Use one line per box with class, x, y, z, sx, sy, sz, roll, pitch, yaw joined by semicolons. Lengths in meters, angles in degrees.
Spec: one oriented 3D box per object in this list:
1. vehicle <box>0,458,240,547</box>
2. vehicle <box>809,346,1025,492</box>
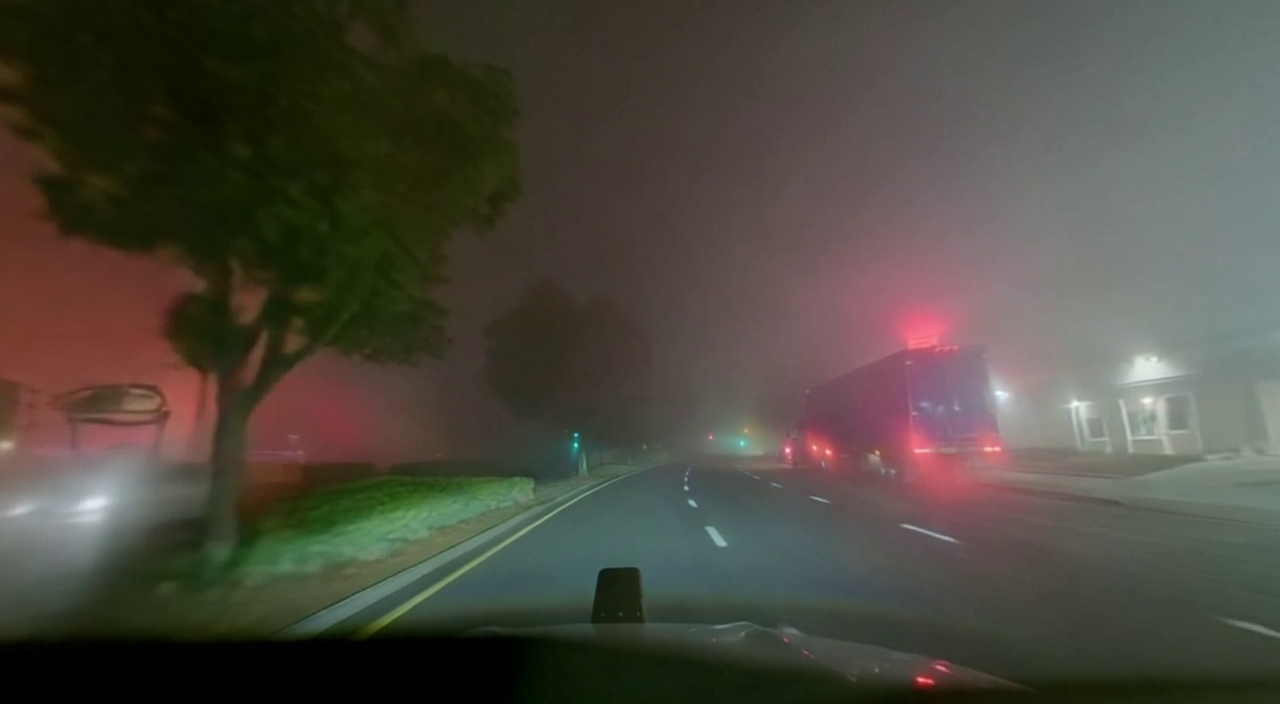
vehicle;-11.047;3.078;13.614;1.907;1.505;4.354;0;-9;1
vehicle;10.753;3.348;28.096;2.907;4.439;17.681;0;-9;4
